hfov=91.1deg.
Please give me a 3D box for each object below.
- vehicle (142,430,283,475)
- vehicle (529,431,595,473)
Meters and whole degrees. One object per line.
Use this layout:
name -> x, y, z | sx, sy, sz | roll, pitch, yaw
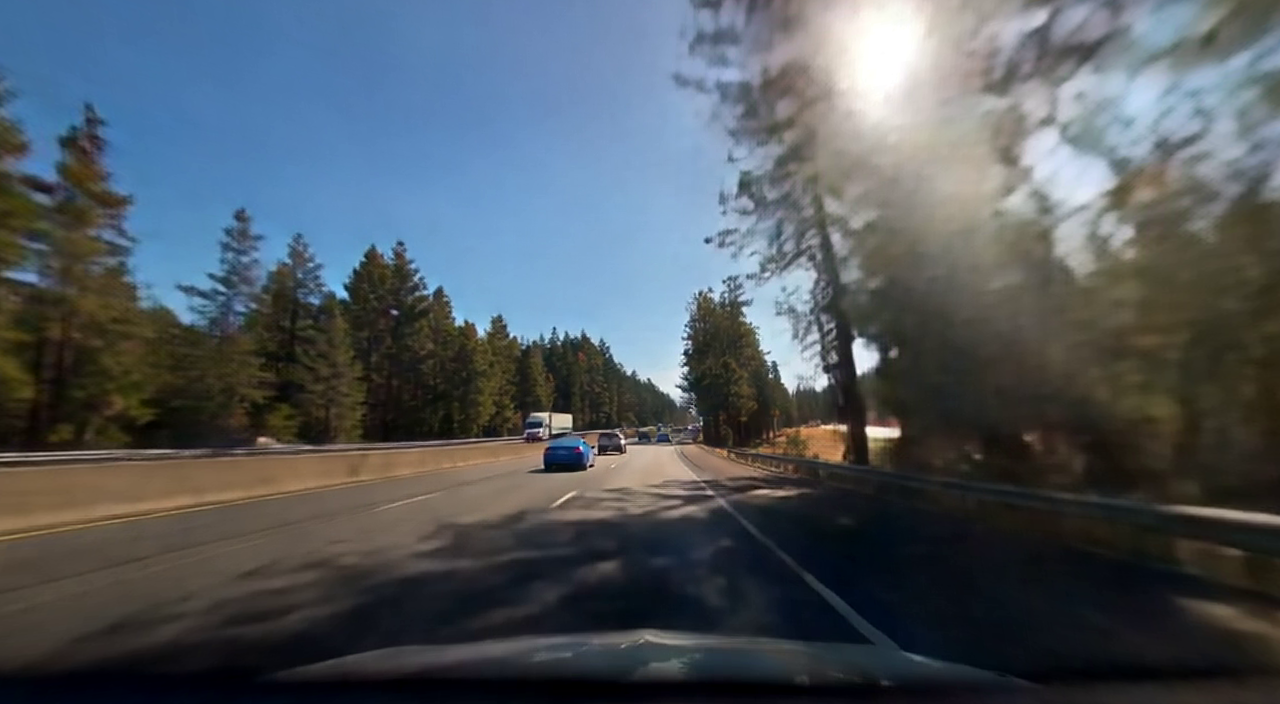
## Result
vehicle -> -16.325, 3.888, 24.397 | 1.991, 1.460, 4.953 | -3, -8, 1
vehicle -> -3.143, 4.150, 26.313 | 2.053, 1.589, 4.671 | 0, -8, 2
